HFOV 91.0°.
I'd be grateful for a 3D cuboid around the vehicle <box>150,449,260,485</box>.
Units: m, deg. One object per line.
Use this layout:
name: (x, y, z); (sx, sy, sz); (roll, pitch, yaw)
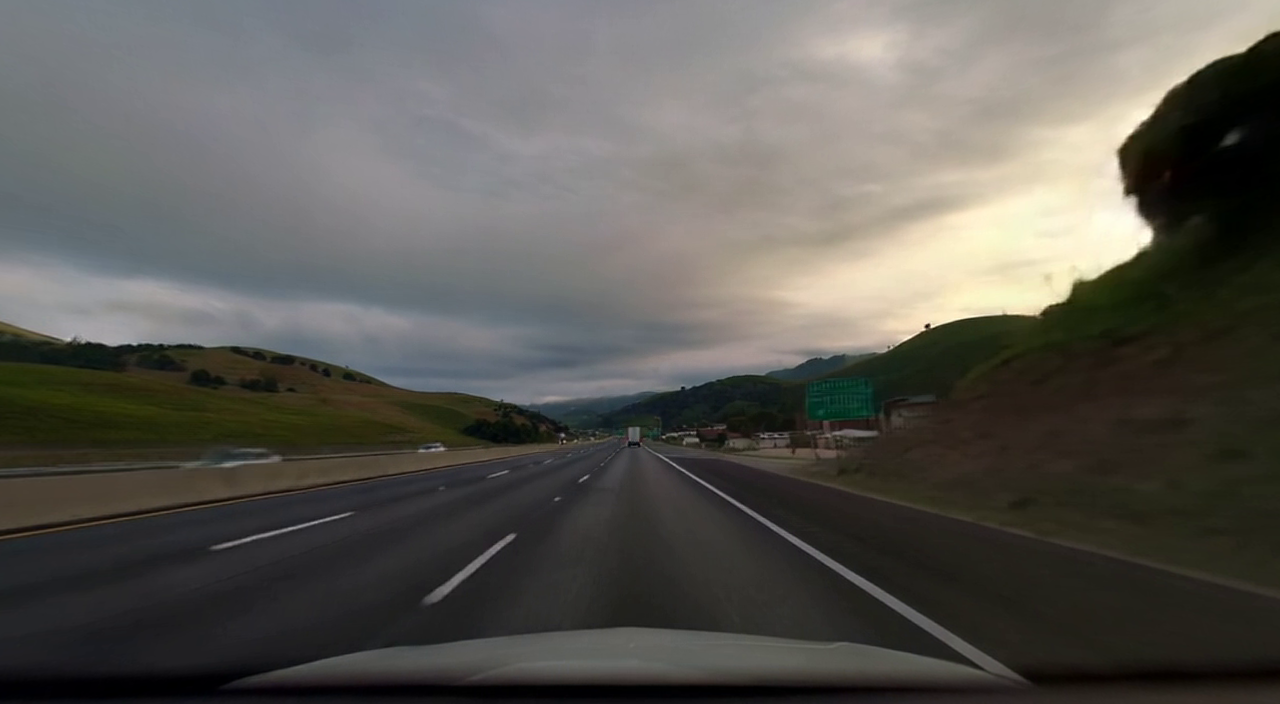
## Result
vehicle: (-19.850, 5.219, 28.993); (1.774, 1.414, 4.652); (0, -8, -1)
